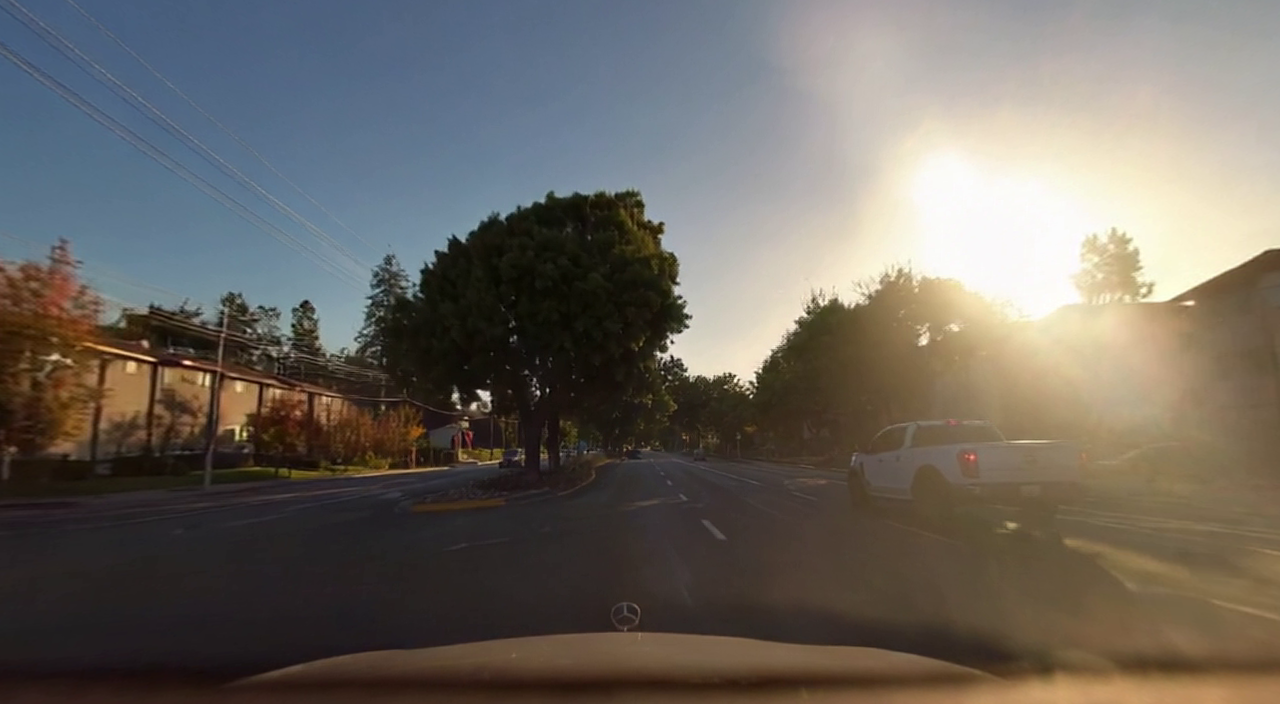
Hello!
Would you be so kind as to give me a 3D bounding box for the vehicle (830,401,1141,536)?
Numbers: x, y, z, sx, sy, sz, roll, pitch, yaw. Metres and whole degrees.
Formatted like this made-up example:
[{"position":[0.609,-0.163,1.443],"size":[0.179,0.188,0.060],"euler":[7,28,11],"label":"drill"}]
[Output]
[{"position":[5.985,2.177,12.352],"size":[2.493,1.956,6.125],"euler":[0,-9,-1],"label":"vehicle"}]
